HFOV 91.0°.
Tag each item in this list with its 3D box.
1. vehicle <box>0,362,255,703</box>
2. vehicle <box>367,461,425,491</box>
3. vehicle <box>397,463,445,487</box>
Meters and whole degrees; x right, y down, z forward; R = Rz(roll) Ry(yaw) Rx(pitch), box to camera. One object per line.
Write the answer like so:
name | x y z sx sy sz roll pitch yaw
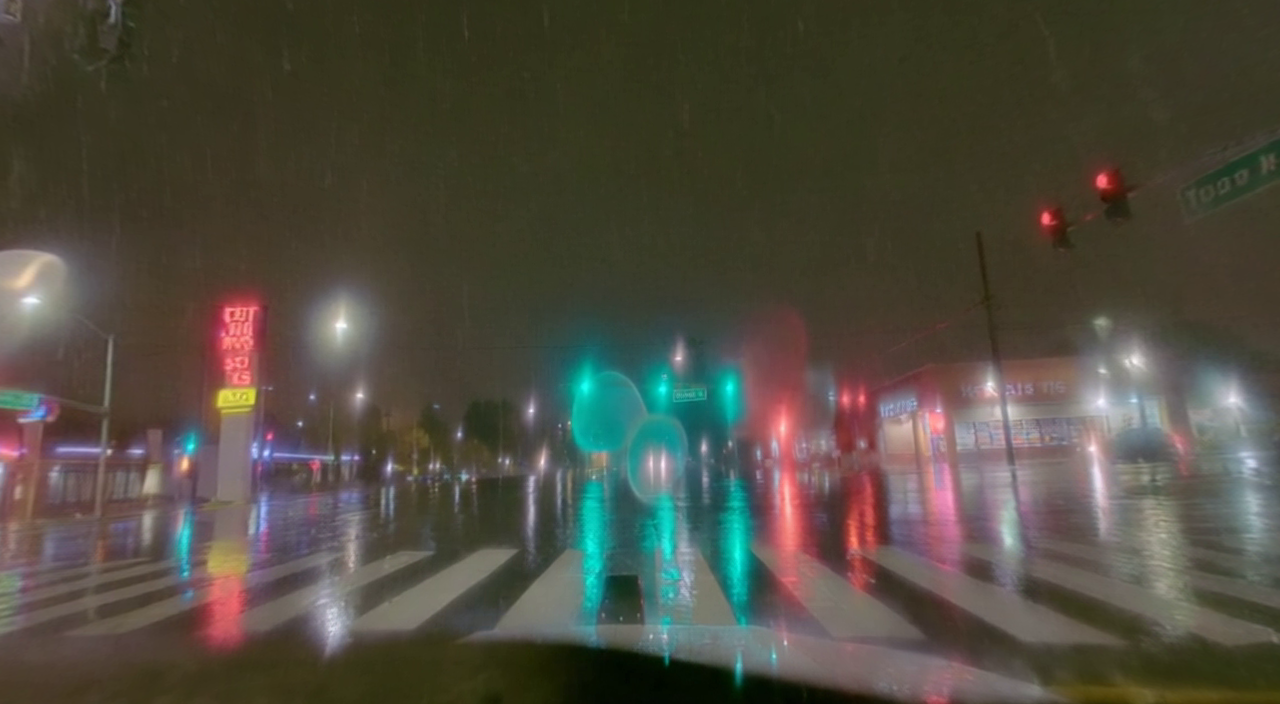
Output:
vehicle | -3.412 0.731 1.404 2.081 1.644 4.523 0 -9 2
vehicle | -19.200 9.755 49.815 2.227 2.033 5.614 0 -9 1
vehicle | -15.734 8.832 45.417 1.931 1.471 4.152 0 -9 0
